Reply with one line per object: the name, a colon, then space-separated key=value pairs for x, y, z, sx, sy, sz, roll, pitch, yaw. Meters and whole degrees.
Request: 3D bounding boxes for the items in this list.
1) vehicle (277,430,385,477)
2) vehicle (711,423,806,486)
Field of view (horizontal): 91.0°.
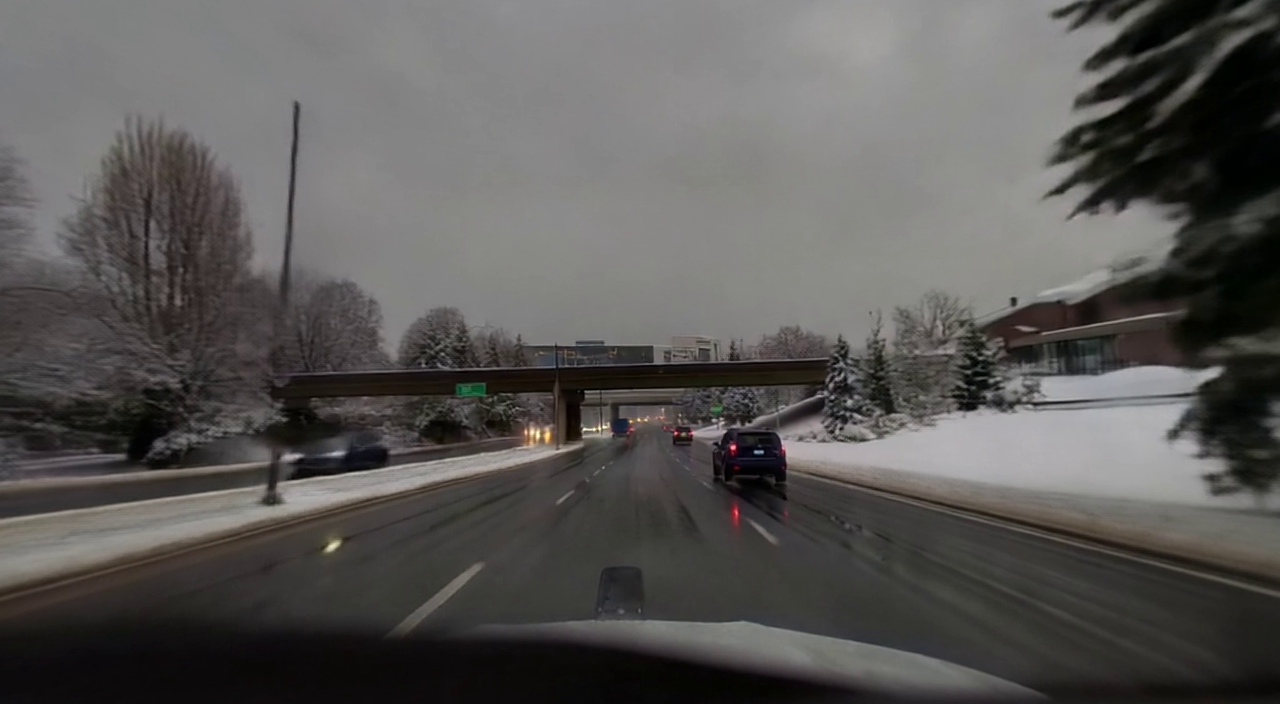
vehicle: x=-12.249 y=4.042 z=25.337 sx=1.976 sy=1.694 sz=4.453 roll=0 pitch=-8 yaw=2
vehicle: x=3.569 y=3.187 z=19.849 sx=2.110 sy=1.712 sz=4.489 roll=0 pitch=-8 yaw=0
